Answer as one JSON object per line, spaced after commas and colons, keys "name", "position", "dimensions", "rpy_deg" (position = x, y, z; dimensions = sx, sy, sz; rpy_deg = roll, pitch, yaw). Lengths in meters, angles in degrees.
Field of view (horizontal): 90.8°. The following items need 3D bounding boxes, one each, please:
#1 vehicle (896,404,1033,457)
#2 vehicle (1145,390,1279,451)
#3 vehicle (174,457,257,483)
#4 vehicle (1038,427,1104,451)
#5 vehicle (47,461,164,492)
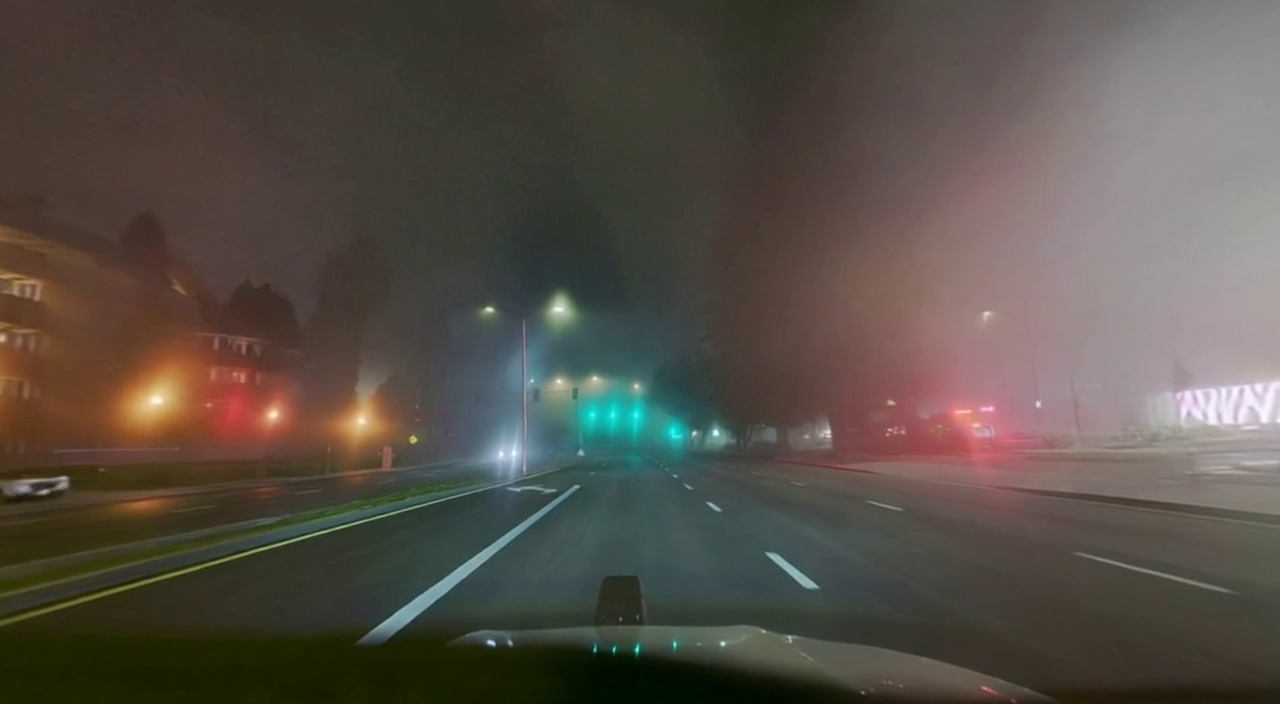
{"name": "vehicle", "position": [20.947, 5.112, 41.100], "dimensions": [7.305, 3.266, 2.842], "rpy_deg": [0, -9, -3]}
{"name": "vehicle", "position": [32.992, 4.071, 35.956], "dimensions": [2.670, 3.093, 7.117], "rpy_deg": [-1, -9, 3]}
{"name": "vehicle", "position": [-29.779, 8.273, 44.409], "dimensions": [4.382, 1.659, 1.917], "rpy_deg": [0, -9, -1]}
{"name": "vehicle", "position": [33.183, 6.756, 48.778], "dimensions": [1.939, 1.670, 4.169], "rpy_deg": [-1, -10, -3]}
{"name": "vehicle", "position": [-30.484, 7.105, 36.168], "dimensions": [4.821, 1.605, 2.028], "rpy_deg": [0, -9, 0]}
